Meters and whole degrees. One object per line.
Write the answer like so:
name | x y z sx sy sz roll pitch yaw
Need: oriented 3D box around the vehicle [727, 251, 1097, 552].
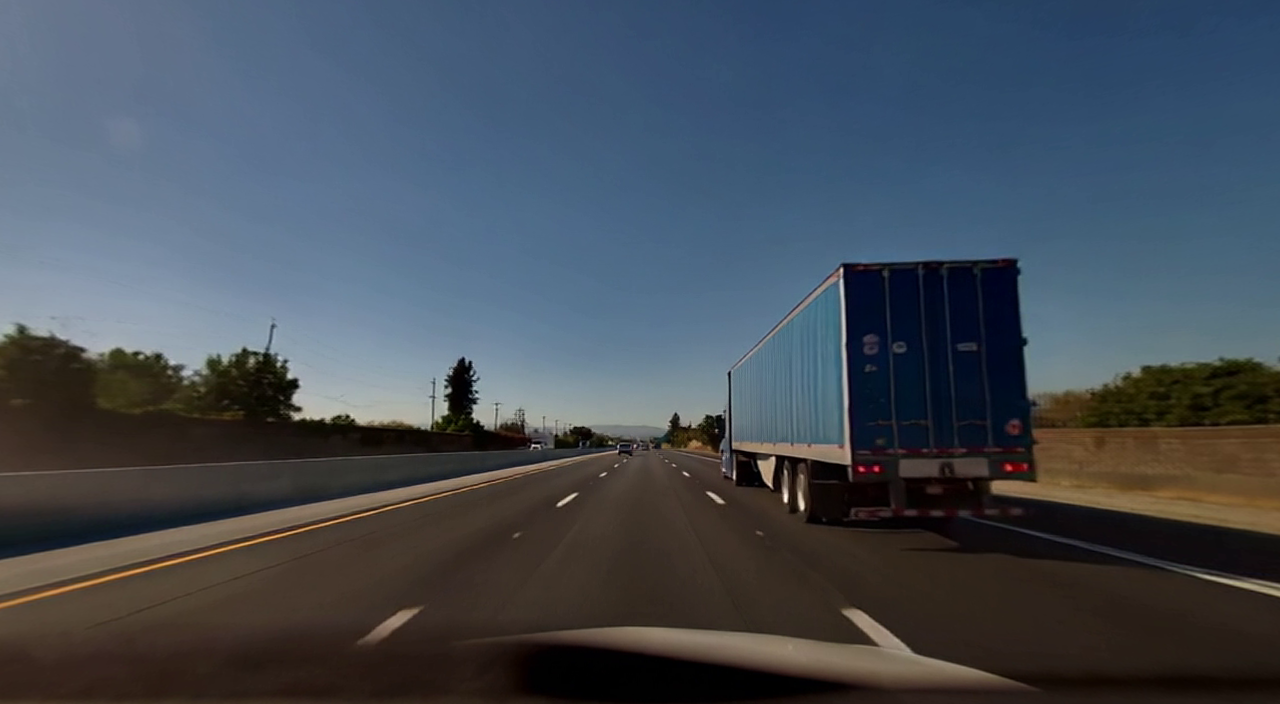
vehicle | 4.141 1.407 13.763 2.870 3.768 11.872 0 -8 0
